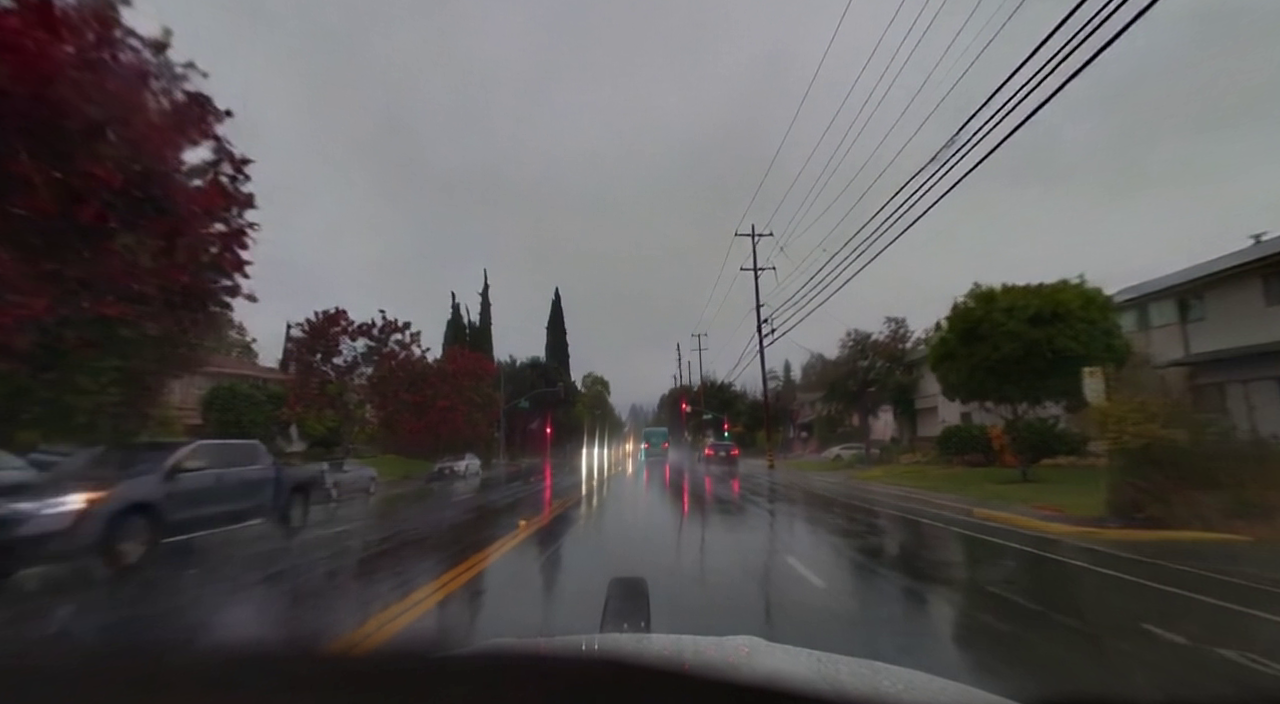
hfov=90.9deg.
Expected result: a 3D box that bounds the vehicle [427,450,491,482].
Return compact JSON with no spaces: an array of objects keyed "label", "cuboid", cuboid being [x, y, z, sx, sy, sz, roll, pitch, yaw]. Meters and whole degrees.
[{"label":"vehicle","cuboid":[-9.678,6.119,34.115,2.032,1.452,4.656,-2,-7,1]}]

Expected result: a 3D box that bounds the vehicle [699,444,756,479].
[{"label":"vehicle","cuboid":[3.978,5.043,29.380,1.951,1.479,4.487,0,-8,0]}]

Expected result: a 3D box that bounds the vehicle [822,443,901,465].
[{"label":"vehicle","cuboid":[15.481,7.142,44.168,4.838,1.474,1.873,1,-8,-5]}]

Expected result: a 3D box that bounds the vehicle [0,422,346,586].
[{"label":"vehicle","cuboid":[-7.065,2.080,9.730,2.303,1.789,5.423,0,-8,2]}]

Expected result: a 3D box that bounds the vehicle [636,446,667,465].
[{"label":"vehicle","cuboid":[0.887,7.981,48.766,2.298,1.359,4.081,0,-8,1]}]
